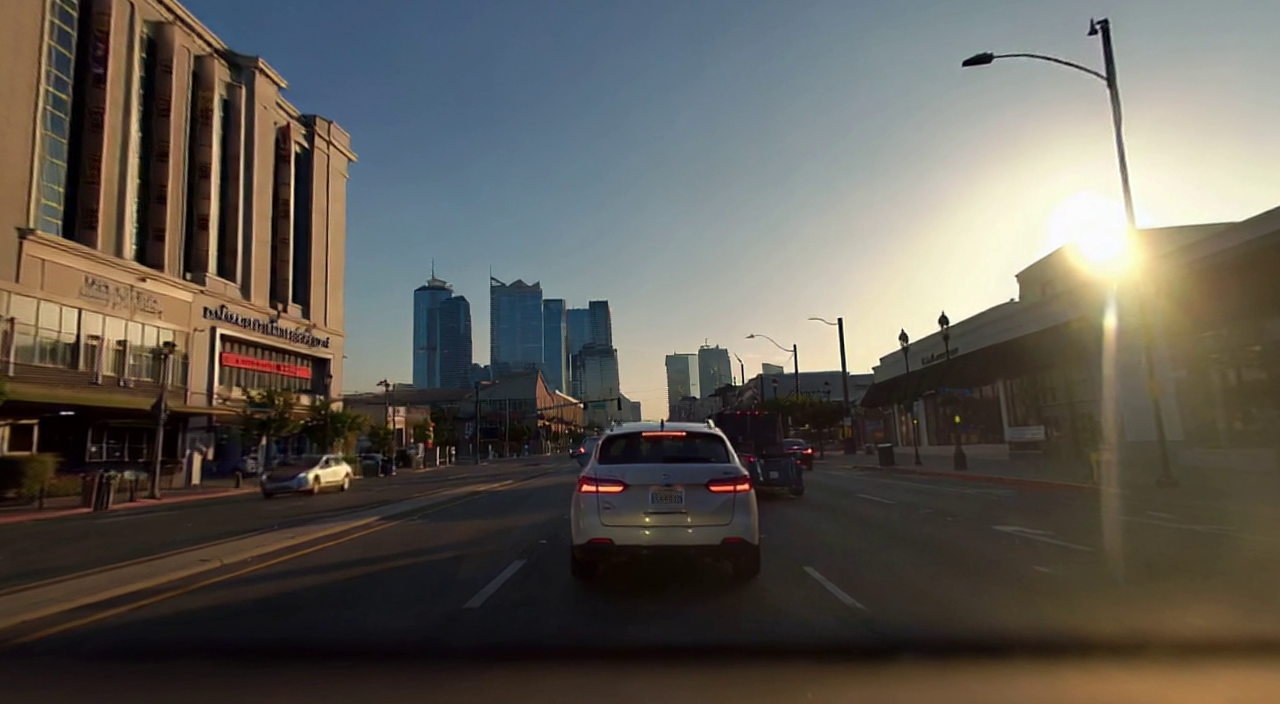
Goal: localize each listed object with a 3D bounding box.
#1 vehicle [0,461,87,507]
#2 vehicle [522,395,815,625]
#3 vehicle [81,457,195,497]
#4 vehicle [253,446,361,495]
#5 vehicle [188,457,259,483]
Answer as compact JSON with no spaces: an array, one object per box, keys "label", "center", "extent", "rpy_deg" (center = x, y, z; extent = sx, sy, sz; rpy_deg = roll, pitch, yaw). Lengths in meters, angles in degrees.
[{"label":"vehicle","center":[-25.474,5.250,25.162],"extent":[4.608,1.659,1.981],"rpy_deg":[1,-8,-7]},{"label":"vehicle","center":[0.208,1.436,6.612],"extent":[2.125,1.669,3.880],"rpy_deg":[0,-8,0]},{"label":"vehicle","center":[-25.881,6.412,32.773],"extent":[2.026,1.808,4.835],"rpy_deg":[0,-8,-2]},{"label":"vehicle","center":[-12.752,4.515,24.489],"extent":[1.965,1.695,4.284],"rpy_deg":[0,-8,-2]},{"label":"vehicle","center":[-27.889,7.887,42.378],"extent":[1.861,1.578,4.152],"rpy_deg":[0,-8,1]}]
